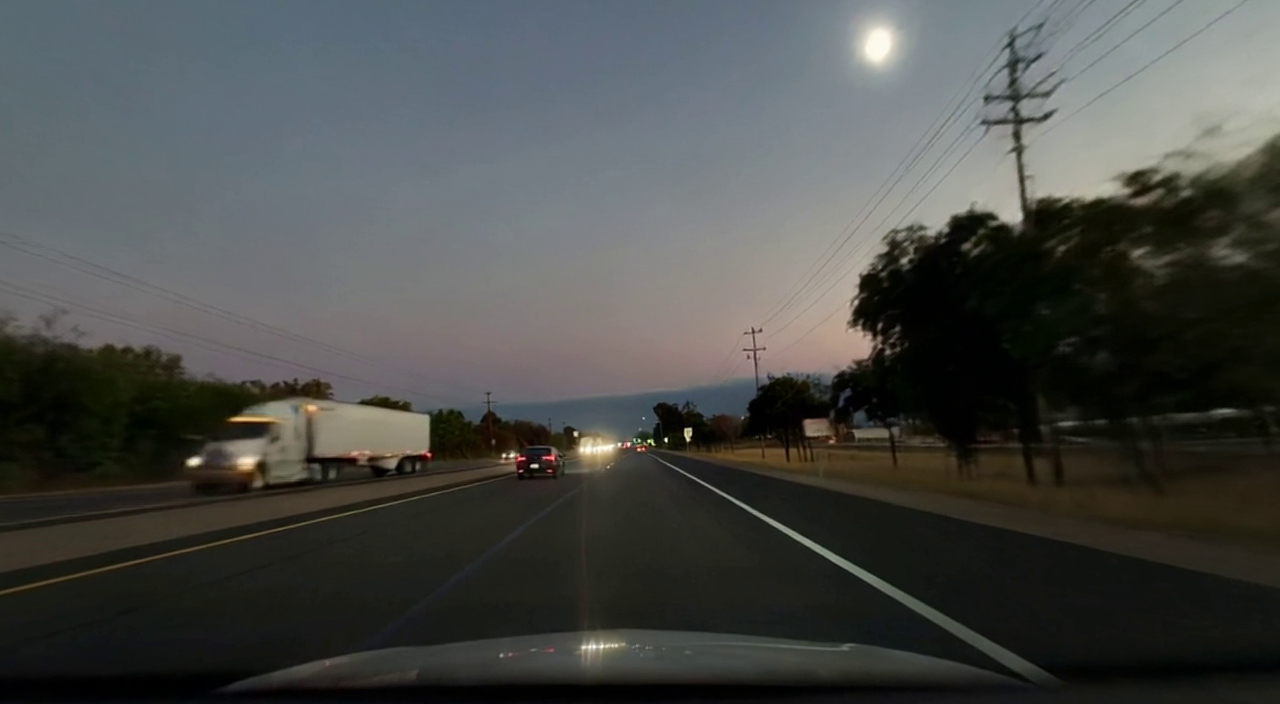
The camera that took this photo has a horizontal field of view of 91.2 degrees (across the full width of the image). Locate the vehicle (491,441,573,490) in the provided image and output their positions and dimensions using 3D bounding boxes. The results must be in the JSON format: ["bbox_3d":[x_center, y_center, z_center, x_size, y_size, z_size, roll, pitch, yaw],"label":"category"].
[{"bbox_3d":[-3.703,3.968,22.287,2.123,1.545,4.404,0,-9,0],"label":"vehicle"}]

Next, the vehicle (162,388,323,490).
[{"bbox_3d":[-17.199,3.891,27.762,3.057,3.975,5.932,0,-9,0],"label":"vehicle"}]
